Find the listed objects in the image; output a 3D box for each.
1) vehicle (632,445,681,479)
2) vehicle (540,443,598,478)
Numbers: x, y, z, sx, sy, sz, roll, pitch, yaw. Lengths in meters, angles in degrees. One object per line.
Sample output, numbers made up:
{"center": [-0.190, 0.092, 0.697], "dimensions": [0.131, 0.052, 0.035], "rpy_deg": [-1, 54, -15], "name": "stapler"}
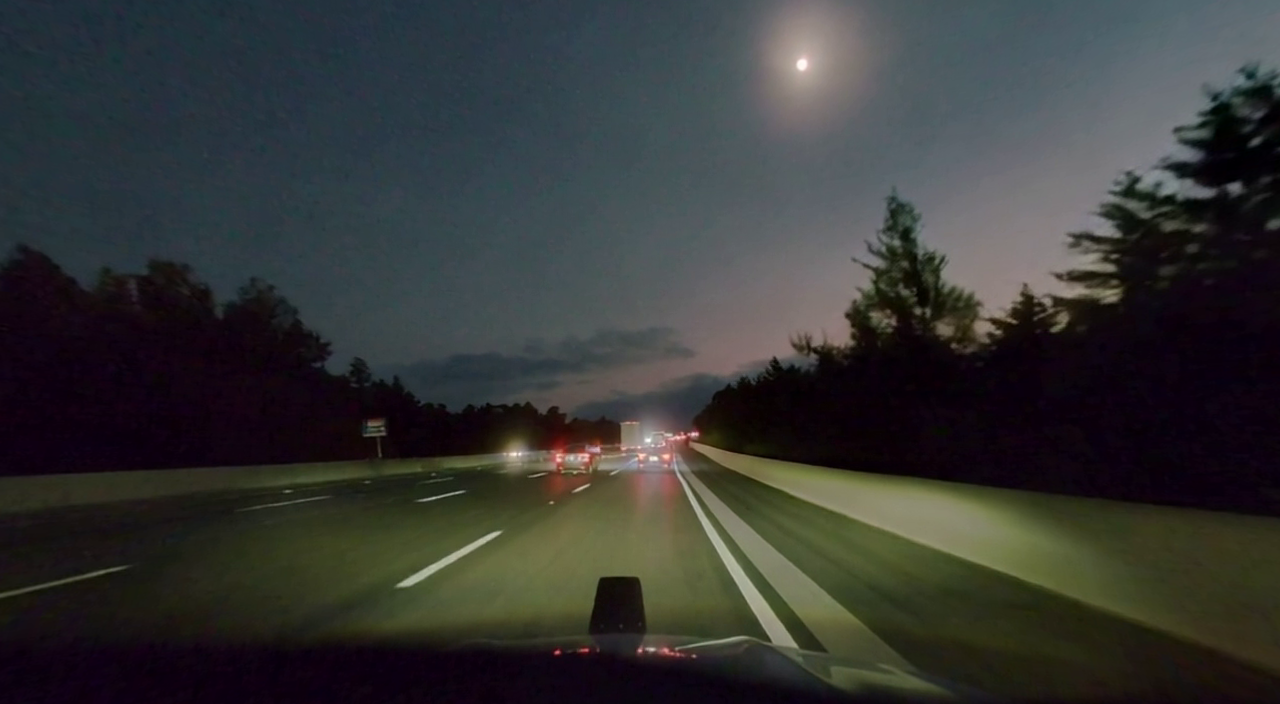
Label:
{"center": [0.716, 4.711, 27.263], "dimensions": [1.984, 1.365, 3.767], "rpy_deg": [0, -9, 1], "name": "vehicle"}
{"center": [-3.142, 4.942, 28.983], "dimensions": [1.916, 1.486, 4.631], "rpy_deg": [-1, -9, 3], "name": "vehicle"}
